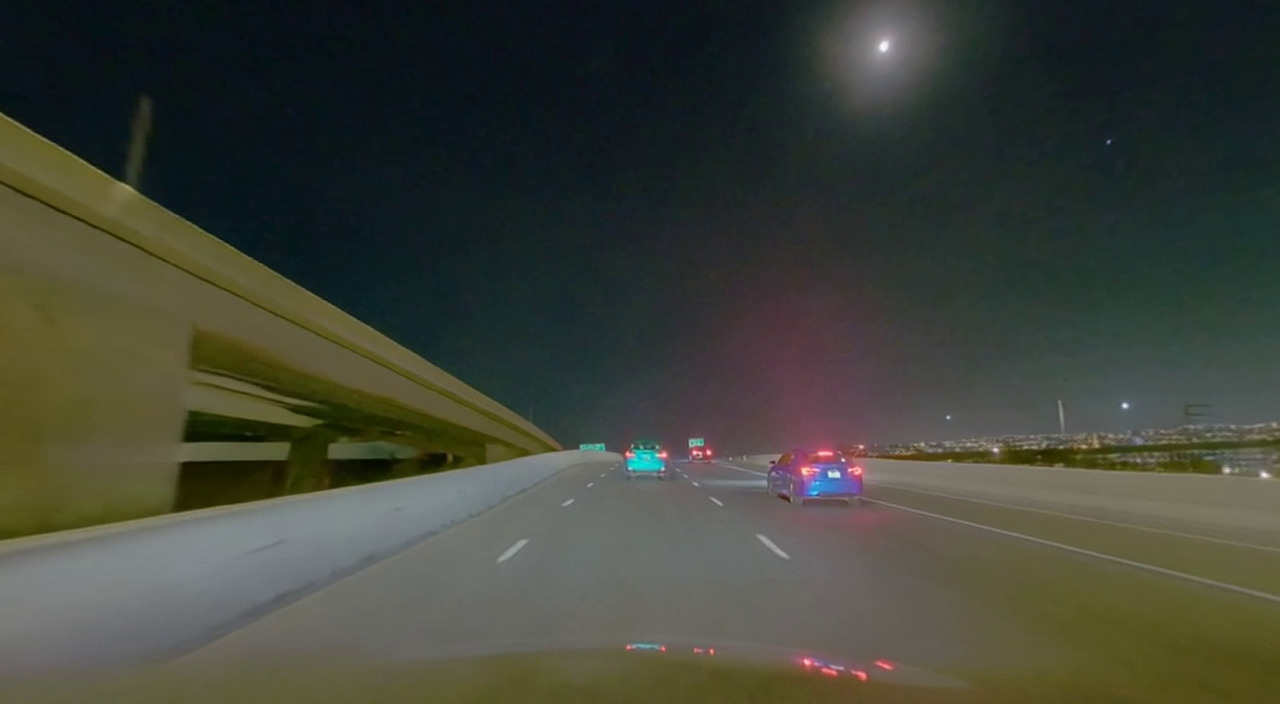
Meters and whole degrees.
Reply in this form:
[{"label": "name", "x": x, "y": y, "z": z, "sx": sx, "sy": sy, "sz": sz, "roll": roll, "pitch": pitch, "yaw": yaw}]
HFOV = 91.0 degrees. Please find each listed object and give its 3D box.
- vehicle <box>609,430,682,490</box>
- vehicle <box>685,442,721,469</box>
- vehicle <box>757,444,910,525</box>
[{"label": "vehicle", "x": 0.195, "y": 3.708, "z": 21.833, "sx": 2.264, "sy": 1.841, "sz": 4.583, "roll": 0, "pitch": -9, "yaw": 0}, {"label": "vehicle", "x": 4.109, "y": 6.824, "z": 41.585, "sx": 2.047, "sy": 1.700, "sz": 4.069, "roll": 0, "pitch": -9, "yaw": 1}, {"label": "vehicle", "x": 3.984, "y": 2.784, "z": 13.814, "sx": 2.047, "sy": 1.500, "sz": 4.017, "roll": 0, "pitch": -9, "yaw": 0}]
